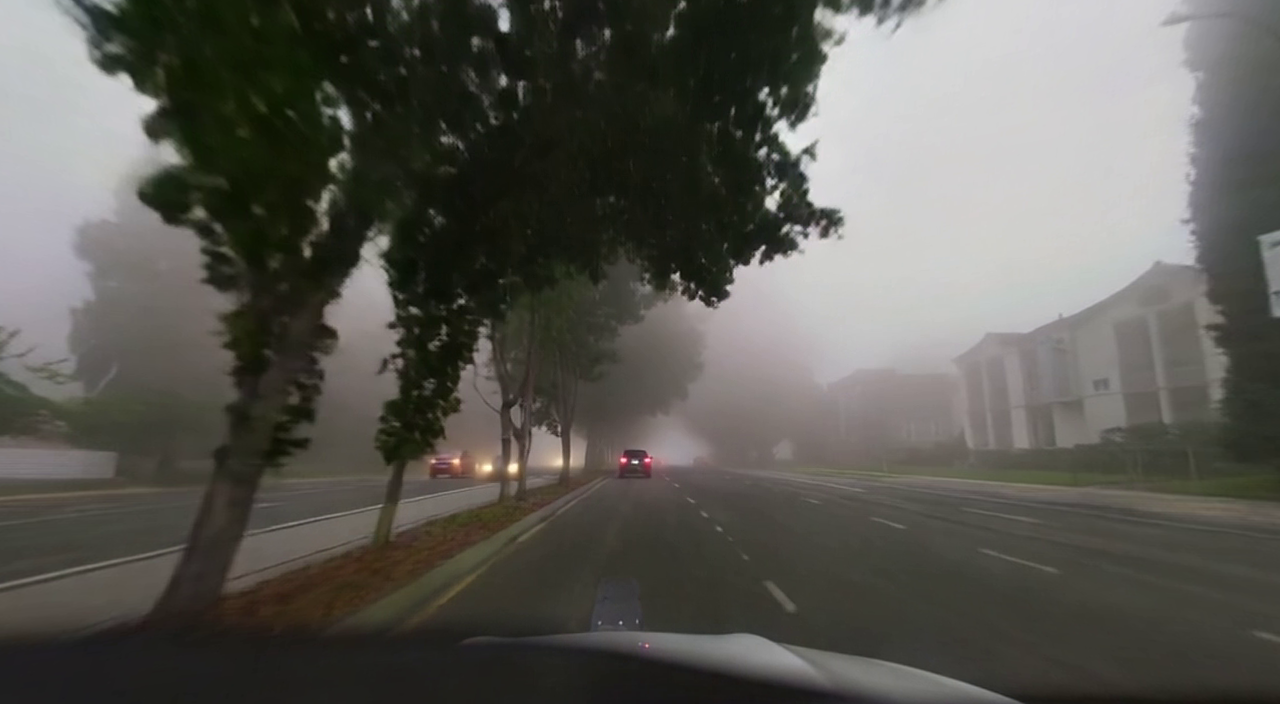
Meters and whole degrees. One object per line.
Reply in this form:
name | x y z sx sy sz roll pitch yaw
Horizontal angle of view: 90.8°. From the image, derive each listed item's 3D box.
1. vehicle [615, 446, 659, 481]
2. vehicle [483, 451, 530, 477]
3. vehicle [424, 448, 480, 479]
vehicle | -0.106 5.512 31.641 2.093 1.591 4.247 0 -8 1
vehicle | -8.404 7.075 40.171 1.957 1.527 4.411 0 -8 1
vehicle | -11.822 7.028 40.035 2.052 1.808 4.716 0 -8 0
